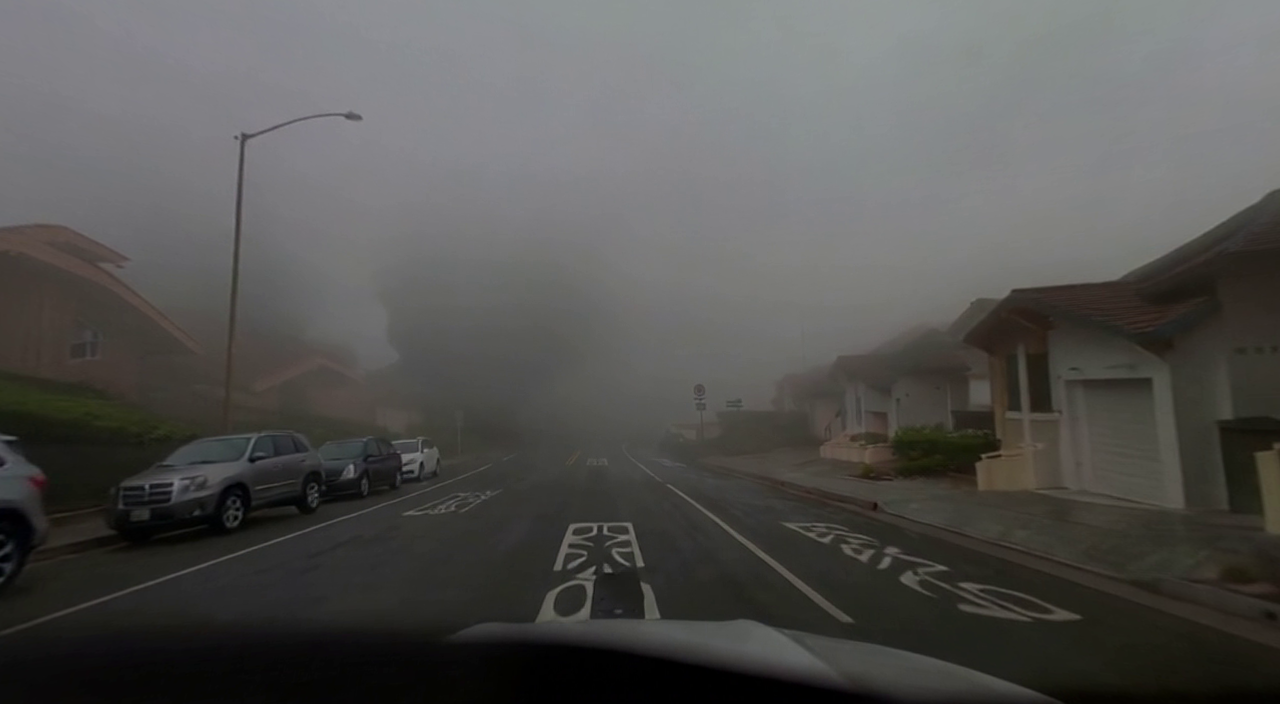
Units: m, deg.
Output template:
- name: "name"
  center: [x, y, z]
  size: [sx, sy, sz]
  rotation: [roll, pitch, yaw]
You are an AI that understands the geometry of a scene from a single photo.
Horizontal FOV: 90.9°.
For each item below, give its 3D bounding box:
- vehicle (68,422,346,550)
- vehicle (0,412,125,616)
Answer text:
- name: "vehicle"
  center: [-7.099, 2.166, 11.092]
  size: [1.865, 1.750, 4.507]
  rotation: [0, -8, -3]
- name: "vehicle"
  center: [-6.643, 1.327, 4.763]
  size: [2.147, 1.780, 4.165]
  rotation: [0, -8, -5]
